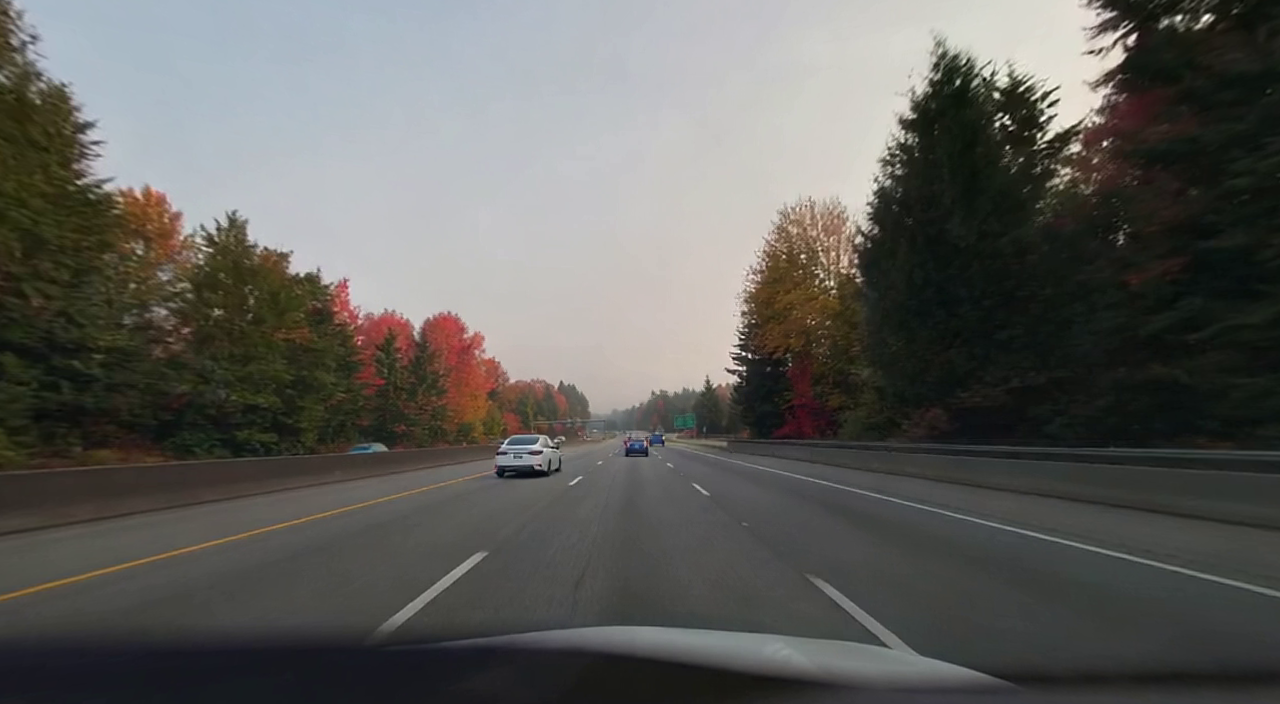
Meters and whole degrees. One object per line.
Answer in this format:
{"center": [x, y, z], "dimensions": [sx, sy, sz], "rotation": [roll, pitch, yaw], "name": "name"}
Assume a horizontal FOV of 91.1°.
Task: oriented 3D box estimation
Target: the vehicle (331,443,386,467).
{"center": [-20.593, 7.538, 46.191], "dimensions": [2.002, 1.581, 4.484], "rotation": [0, -8, 0], "name": "vehicle"}

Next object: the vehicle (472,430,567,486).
{"center": [-3.596, 3.231, 19.602], "dimensions": [2.103, 1.507, 4.367], "rotation": [0, -8, 0], "name": "vehicle"}
